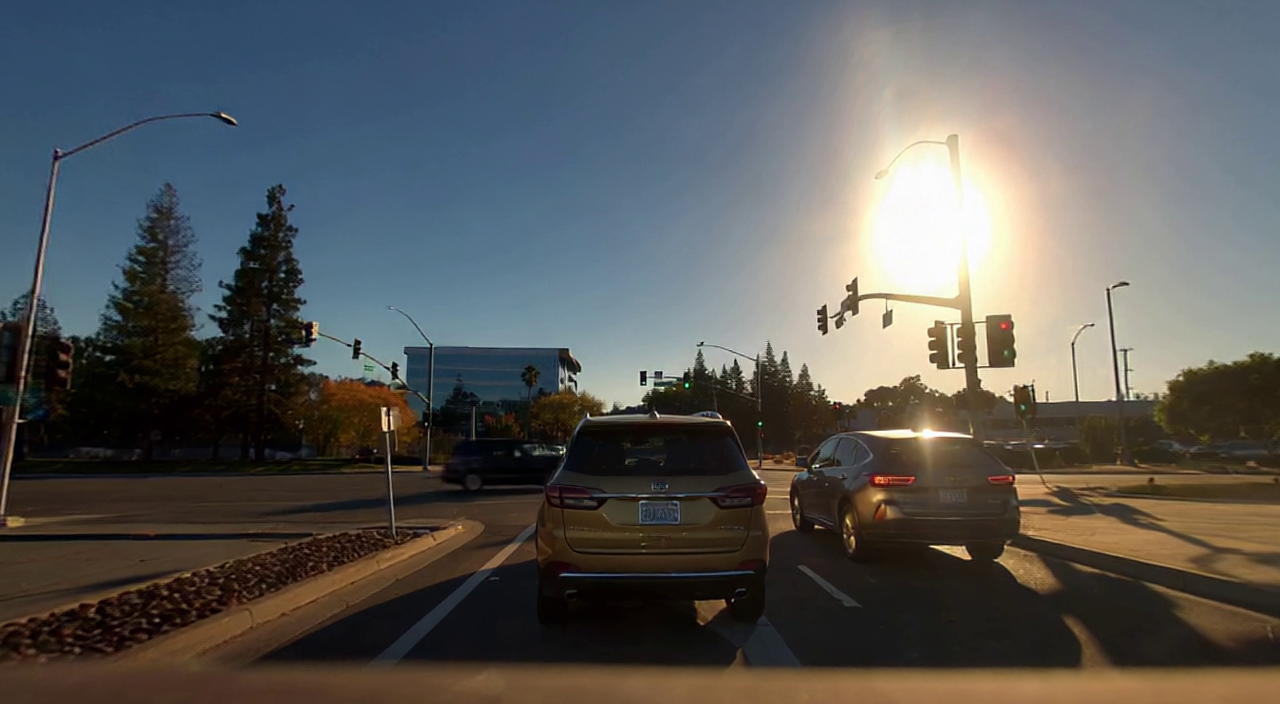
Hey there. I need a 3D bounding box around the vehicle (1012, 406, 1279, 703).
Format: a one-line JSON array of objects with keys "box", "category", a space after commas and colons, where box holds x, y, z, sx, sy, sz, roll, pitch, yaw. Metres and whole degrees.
[{"box": [3.150, 0.816, 1.437, 1.924, 1.466, 4.461, 0, -8, 1], "category": "vehicle"}]

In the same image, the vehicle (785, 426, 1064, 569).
[{"box": [3.522, 1.860, 8.879, 1.861, 1.495, 4.215, 0, -8, -1], "category": "vehicle"}]

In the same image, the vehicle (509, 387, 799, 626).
[{"box": [0.100, 1.494, 7.072, 2.170, 1.793, 4.468, 0, -8, 0], "category": "vehicle"}]

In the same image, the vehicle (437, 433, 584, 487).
[{"box": [-4.388, 3.750, 22.071, 4.687, 1.791, 2.044, 0, -8, 0], "category": "vehicle"}]
